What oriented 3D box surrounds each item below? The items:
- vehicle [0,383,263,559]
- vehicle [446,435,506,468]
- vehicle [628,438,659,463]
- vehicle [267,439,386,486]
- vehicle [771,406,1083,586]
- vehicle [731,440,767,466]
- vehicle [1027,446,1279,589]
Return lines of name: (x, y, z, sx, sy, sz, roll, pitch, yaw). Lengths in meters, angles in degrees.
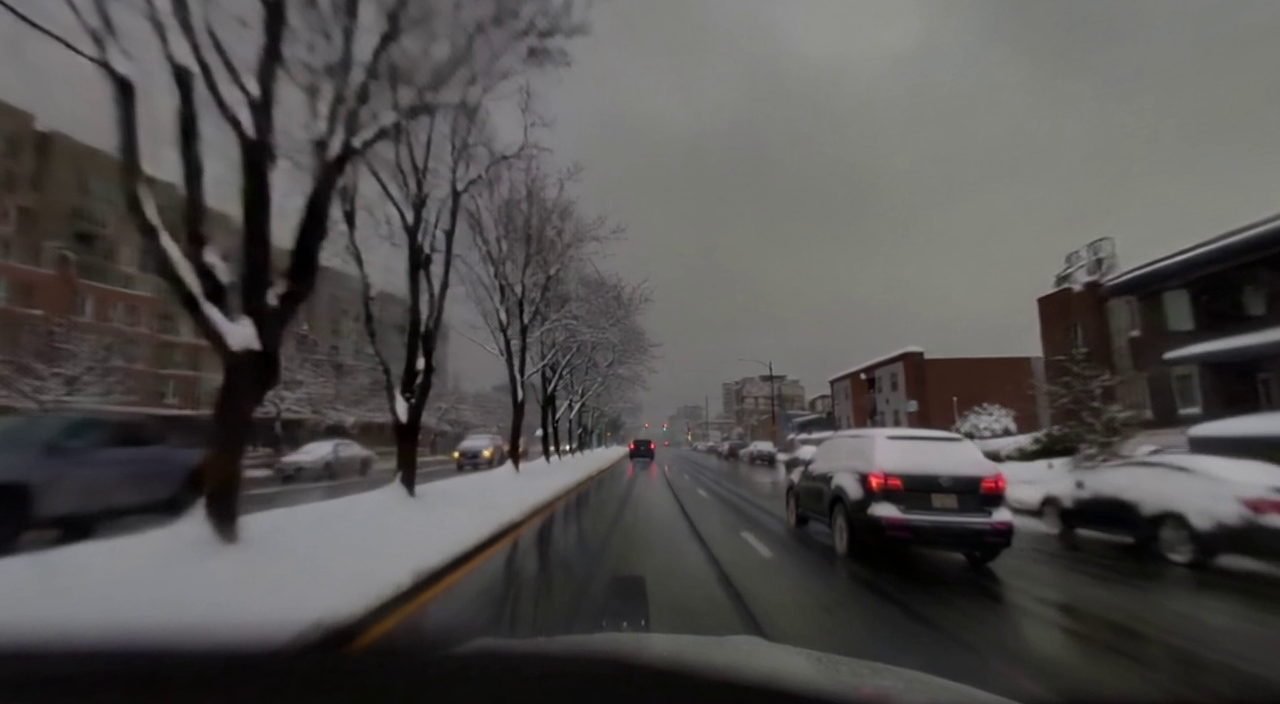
vehicle: (-8.069, 1.535, 8.512, 2.249, 1.898, 5.815, 0, -8, 1)
vehicle: (-8.791, 5.398, 34.233, 2.042, 1.654, 4.504, 0, -8, 0)
vehicle: (0.271, 7.366, 47.314, 2.244, 1.813, 4.129, 0, -8, 1)
vehicle: (-11.371, 4.027, 23.305, 2.053, 1.545, 4.417, 0, -8, 1)
vehicle: (3.289, 1.743, 8.513, 2.071, 1.747, 4.549, 0, -8, 0)
vehicle: (7.903, 7.362, 46.090, 1.895, 1.799, 4.265, 0, -8, 0)
vehicle: (7.651, 2.061, 8.765, 1.821, 1.462, 4.382, 0, -8, 1)
